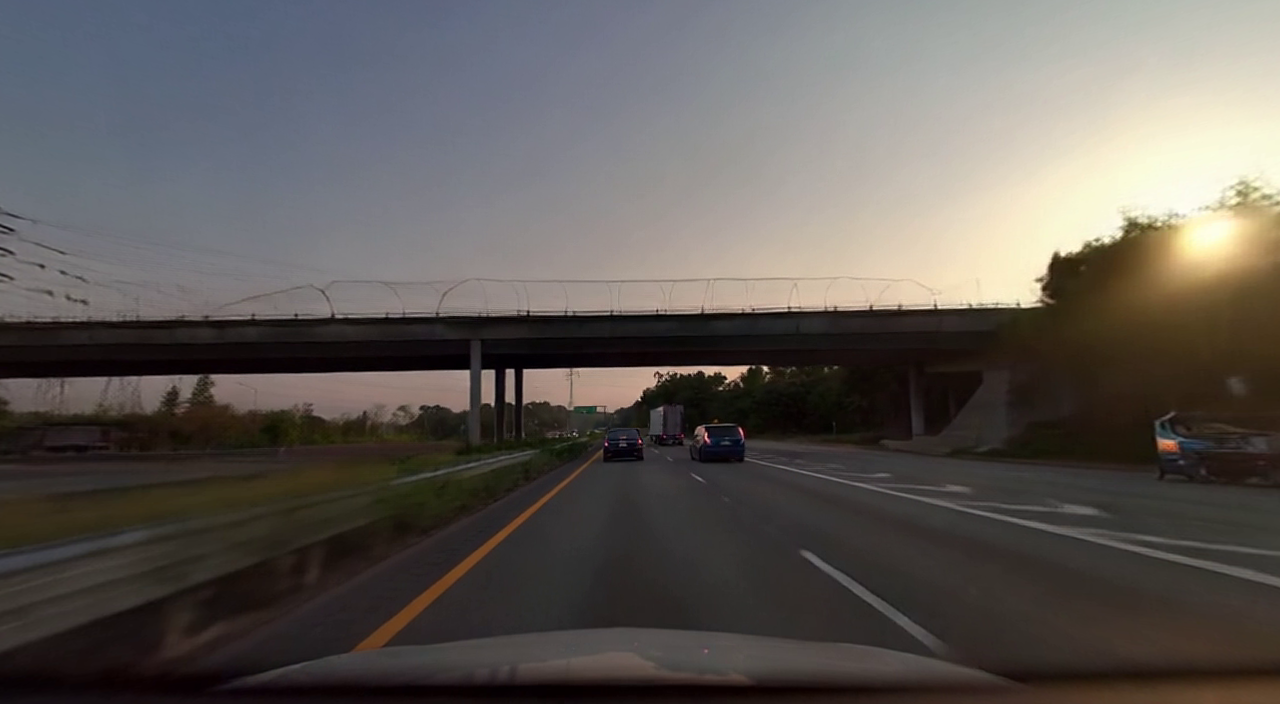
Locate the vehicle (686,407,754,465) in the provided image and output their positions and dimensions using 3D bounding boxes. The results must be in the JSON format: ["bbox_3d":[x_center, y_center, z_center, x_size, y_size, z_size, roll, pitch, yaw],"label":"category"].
[{"bbox_3d":[3.725,4.067,30.480,2.387,2.506,5.374,0,-8,-2],"label":"vehicle"}]

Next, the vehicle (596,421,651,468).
[{"bbox_3d":[-0.674,3.750,25.692,2.073,1.750,4.116,0,-8,-2],"label":"vehicle"}]
